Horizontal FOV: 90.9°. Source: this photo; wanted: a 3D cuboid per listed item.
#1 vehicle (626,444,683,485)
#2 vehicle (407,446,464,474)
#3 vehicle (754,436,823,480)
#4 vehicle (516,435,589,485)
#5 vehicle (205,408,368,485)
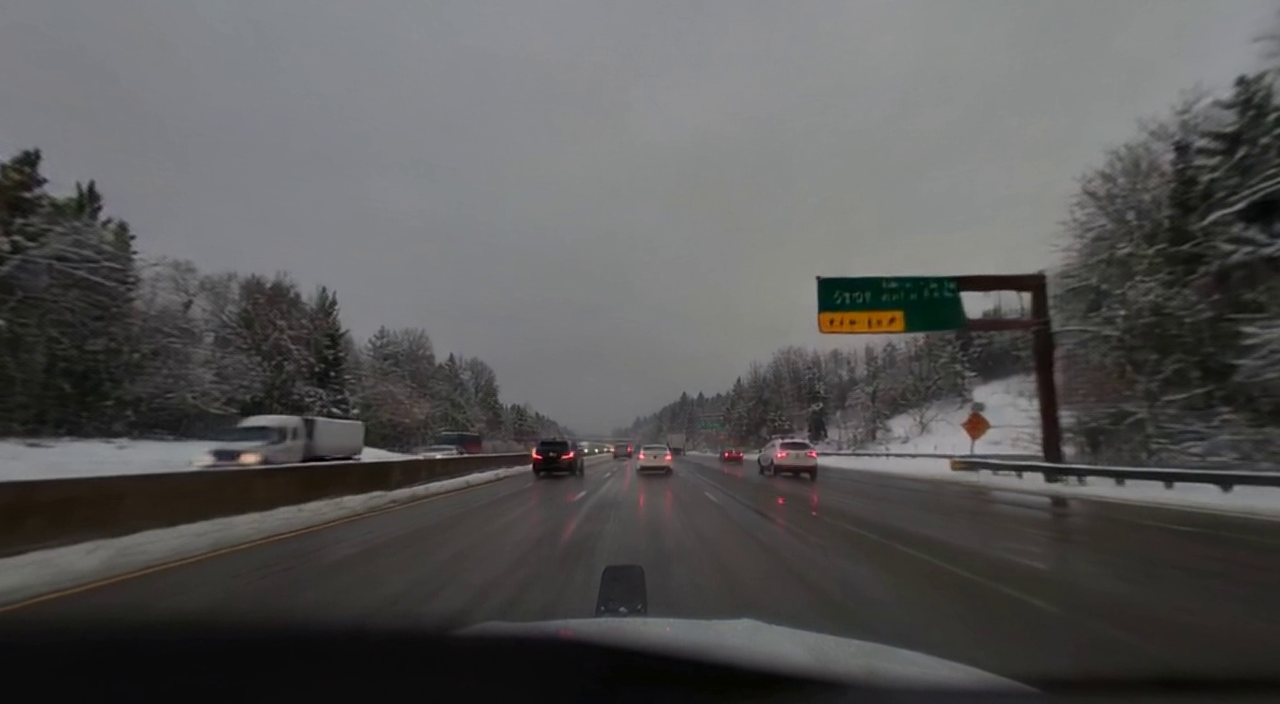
[{"bbox_3d":[0.548,4.373,24.861,2.071,1.464,4.162,0,-9,1],"label":"vehicle"},{"bbox_3d":[-12.143,6.422,37.779,1.926,1.518,4.327,0,-9,1],"label":"vehicle"},{"bbox_3d":[7.051,5.107,30.562,2.094,1.916,5.099,0,-9,0],"label":"vehicle"},{"bbox_3d":[-3.238,4.135,24.379,2.140,1.720,4.410,0,-9,1],"label":"vehicle"},{"bbox_3d":[-16.146,4.421,29.767,2.833,3.095,8.225,-1,-8,1],"label":"vehicle"}]
